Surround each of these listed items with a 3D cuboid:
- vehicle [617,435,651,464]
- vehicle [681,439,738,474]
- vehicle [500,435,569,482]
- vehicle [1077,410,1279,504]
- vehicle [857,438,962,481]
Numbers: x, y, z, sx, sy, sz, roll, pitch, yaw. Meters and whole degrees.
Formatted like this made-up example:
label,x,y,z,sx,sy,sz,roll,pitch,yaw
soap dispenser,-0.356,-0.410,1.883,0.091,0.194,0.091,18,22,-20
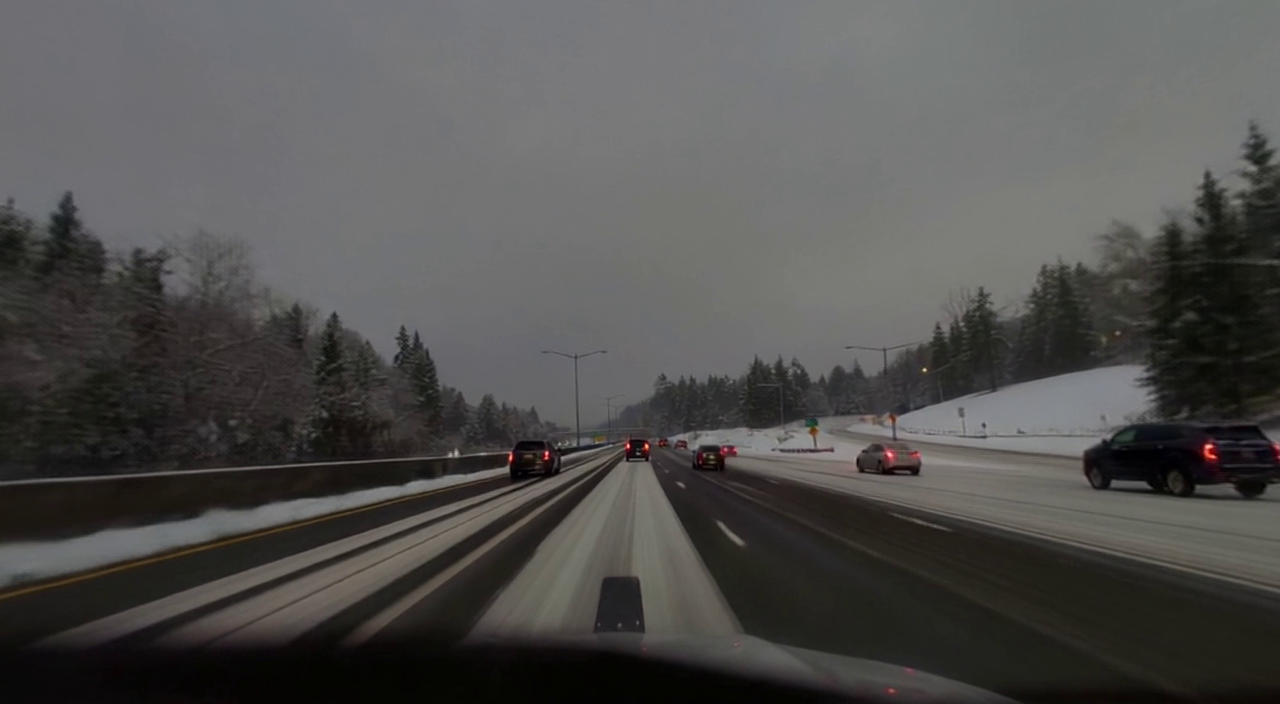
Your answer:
label,x,y,z,sx,sy,sz,roll,pitch,yaw
vehicle,-0.386,6.615,42.905,2.192,1.813,4.864,0,-8,0
vehicle,3.121,4.768,29.136,2.007,1.469,4.337,0,-8,-1
vehicle,-4.020,4.120,24.740,1.992,1.651,4.185,0,-8,0
vehicle,12.956,2.376,14.665,2.076,1.799,4.871,0,-8,-1
vehicle,9.496,3.815,22.662,1.910,1.384,3.867,1,-8,-3
